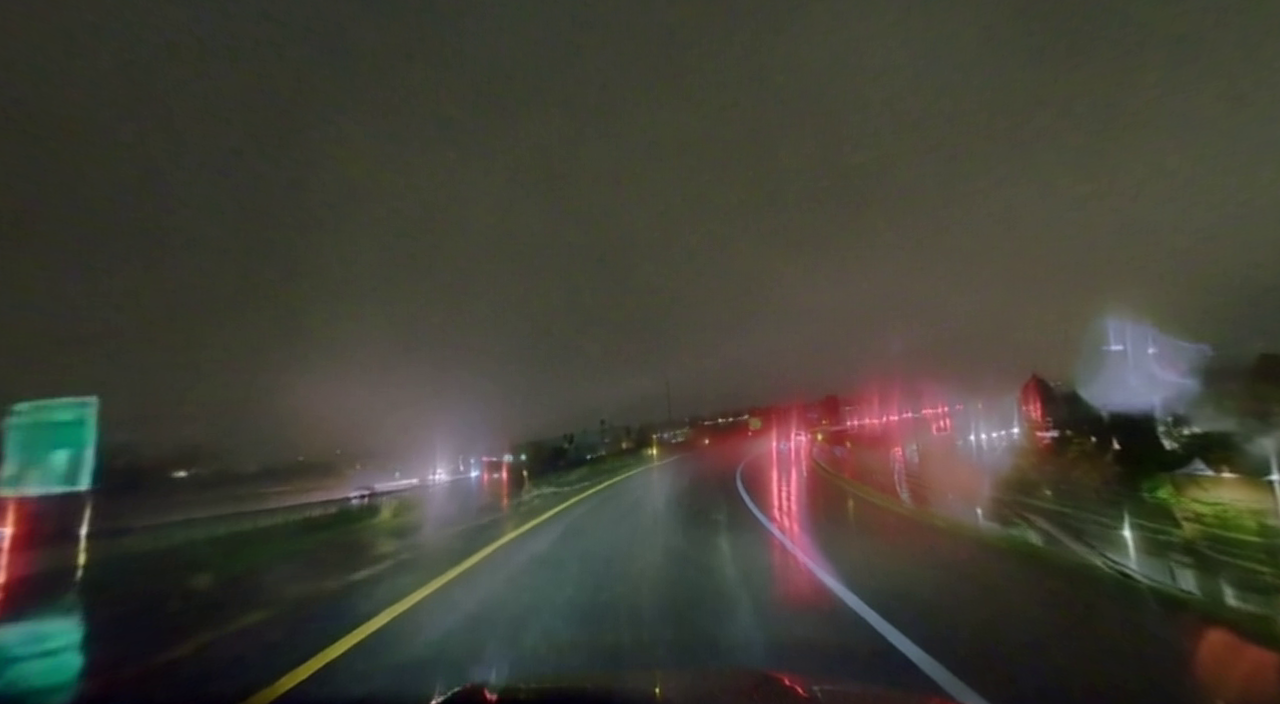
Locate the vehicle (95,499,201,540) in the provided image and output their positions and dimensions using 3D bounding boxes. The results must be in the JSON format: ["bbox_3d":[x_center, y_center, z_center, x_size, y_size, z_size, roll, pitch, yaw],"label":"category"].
[{"bbox_3d":[-25.551,8.688,32.958,2.045,1.513,4.795,1,-9,-7],"label":"vehicle"}]
